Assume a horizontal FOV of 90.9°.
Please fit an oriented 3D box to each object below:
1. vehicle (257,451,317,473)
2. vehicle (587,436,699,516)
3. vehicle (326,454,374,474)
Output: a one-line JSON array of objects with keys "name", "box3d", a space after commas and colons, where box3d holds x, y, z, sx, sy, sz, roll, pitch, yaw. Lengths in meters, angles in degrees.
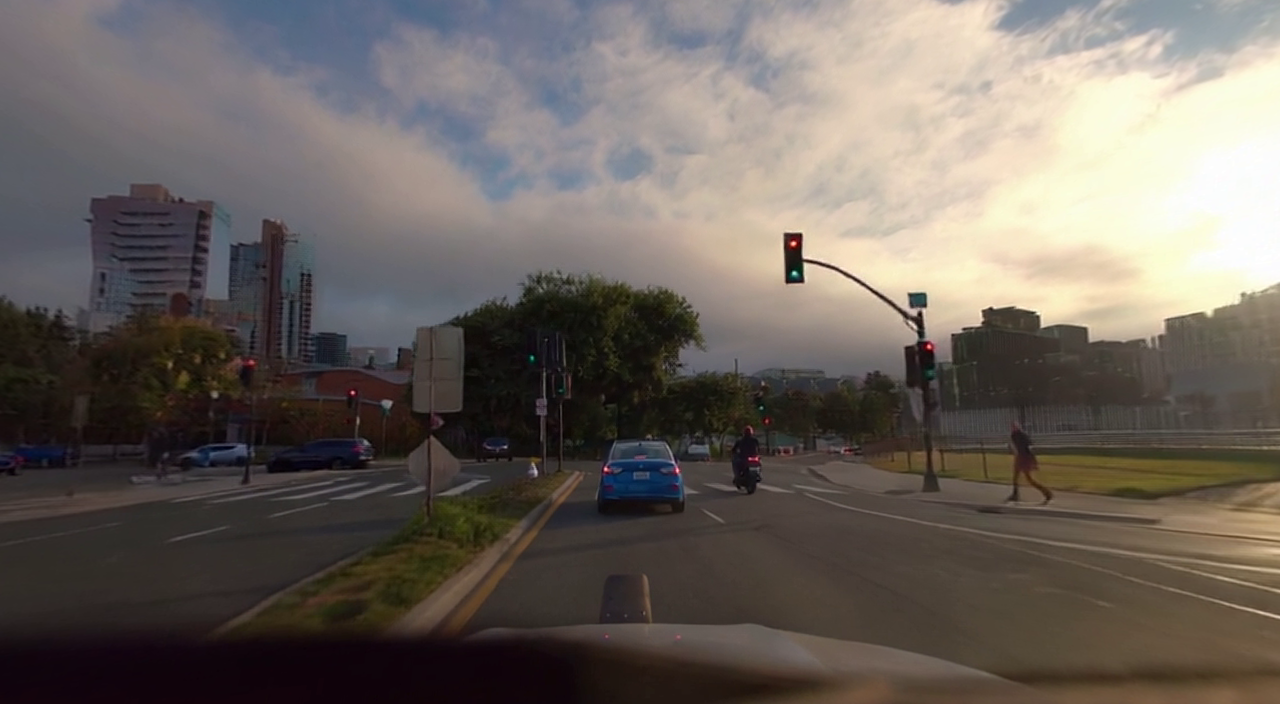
[{"name": "vehicle", "box3d": [-21.694, 6.769, 38.817, 1.433, 1.269, 2.779, -6, -10, 31]}, {"name": "vehicle", "box3d": [0.011, 2.649, 13.971, 2.118, 1.480, 3.949, 0, -8, -1]}, {"name": "vehicle", "box3d": [-19.556, 7.536, 42.532, 1.259, 1.181, 2.744, -4, -9, 25]}]
